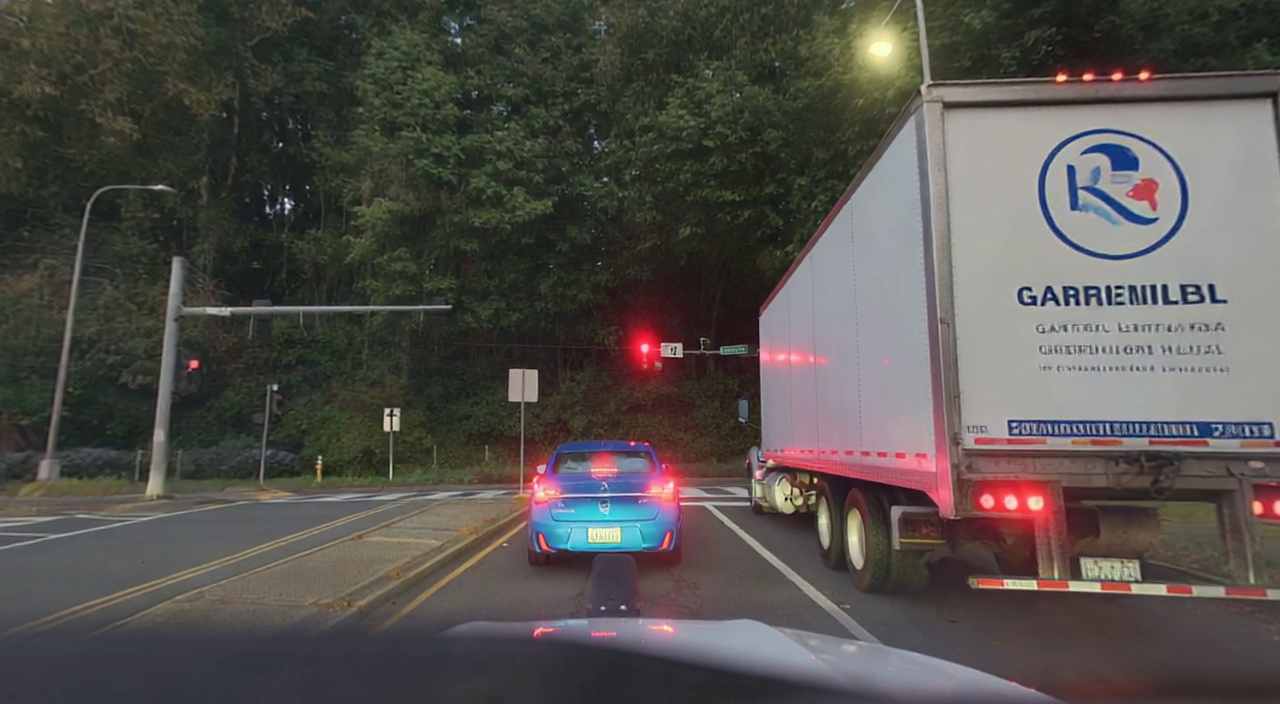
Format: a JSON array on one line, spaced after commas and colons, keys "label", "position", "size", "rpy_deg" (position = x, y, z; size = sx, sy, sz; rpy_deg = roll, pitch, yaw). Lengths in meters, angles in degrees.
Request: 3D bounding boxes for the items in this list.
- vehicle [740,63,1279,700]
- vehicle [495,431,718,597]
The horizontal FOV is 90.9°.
[{"label": "vehicle", "position": [3.507, 0.783, 8.528], "size": [2.884, 3.753, 9.763], "rpy_deg": [0, -9, 1]}, {"label": "vehicle", "position": [-0.332, 1.715, 7.429], "size": [1.975, 1.457, 3.526], "rpy_deg": [0, -9, -1]}]
